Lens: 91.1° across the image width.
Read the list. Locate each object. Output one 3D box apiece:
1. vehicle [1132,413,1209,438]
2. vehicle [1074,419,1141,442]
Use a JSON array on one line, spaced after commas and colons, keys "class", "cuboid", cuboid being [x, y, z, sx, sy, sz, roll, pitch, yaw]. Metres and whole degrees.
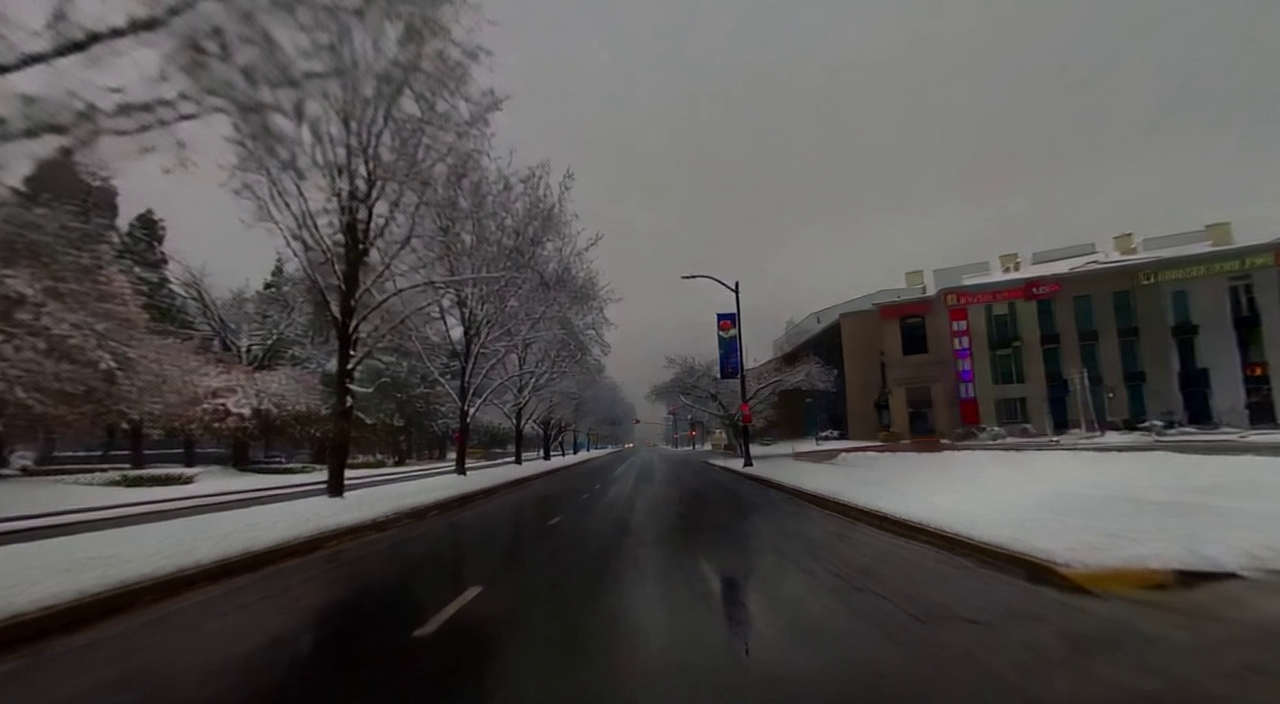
[{"class": "vehicle", "cuboid": [39.302, 5.488, 46.631, 1.945, 1.690, 4.317, -1, -8, 1]}, {"class": "vehicle", "cuboid": [33.942, 5.730, 45.718, 1.866, 1.550, 3.927, -1, -8, 2]}]
